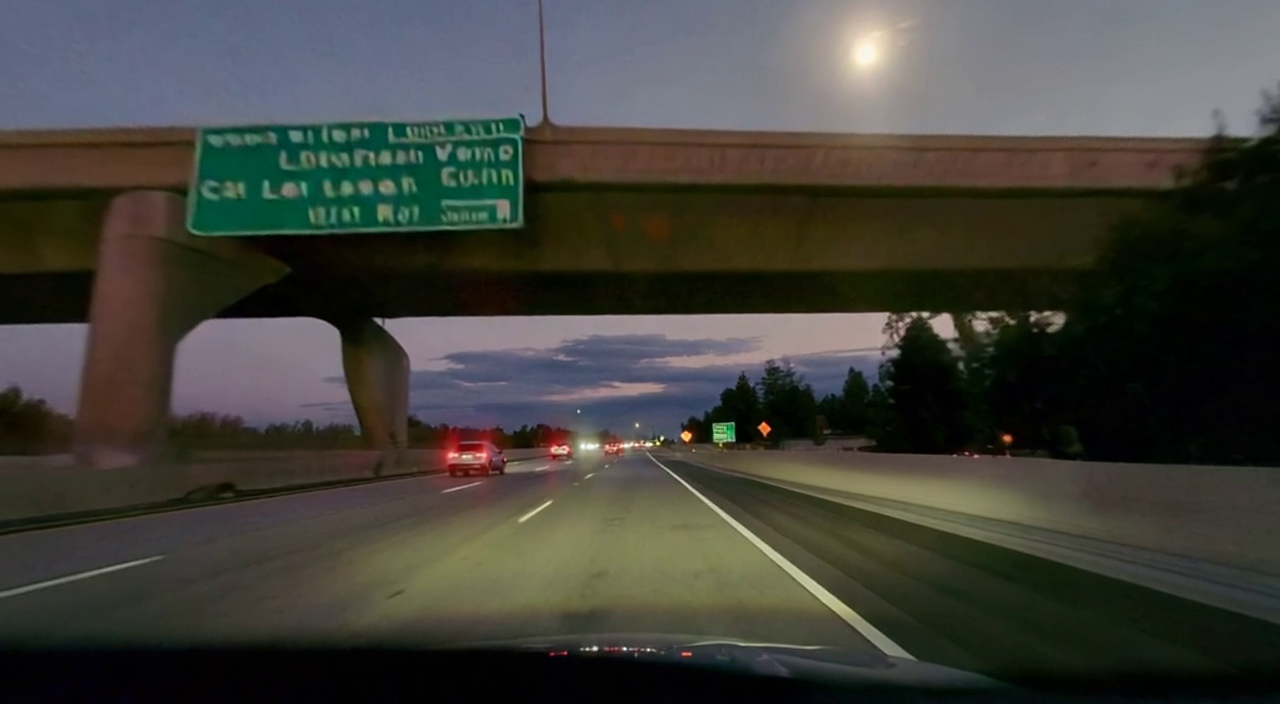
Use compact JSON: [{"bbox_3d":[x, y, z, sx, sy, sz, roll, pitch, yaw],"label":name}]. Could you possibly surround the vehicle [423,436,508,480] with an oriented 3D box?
[{"bbox_3d":[-7.399,4.541,27.352,2.169,1.701,5.113,0,-8,0],"label":"vehicle"}]
